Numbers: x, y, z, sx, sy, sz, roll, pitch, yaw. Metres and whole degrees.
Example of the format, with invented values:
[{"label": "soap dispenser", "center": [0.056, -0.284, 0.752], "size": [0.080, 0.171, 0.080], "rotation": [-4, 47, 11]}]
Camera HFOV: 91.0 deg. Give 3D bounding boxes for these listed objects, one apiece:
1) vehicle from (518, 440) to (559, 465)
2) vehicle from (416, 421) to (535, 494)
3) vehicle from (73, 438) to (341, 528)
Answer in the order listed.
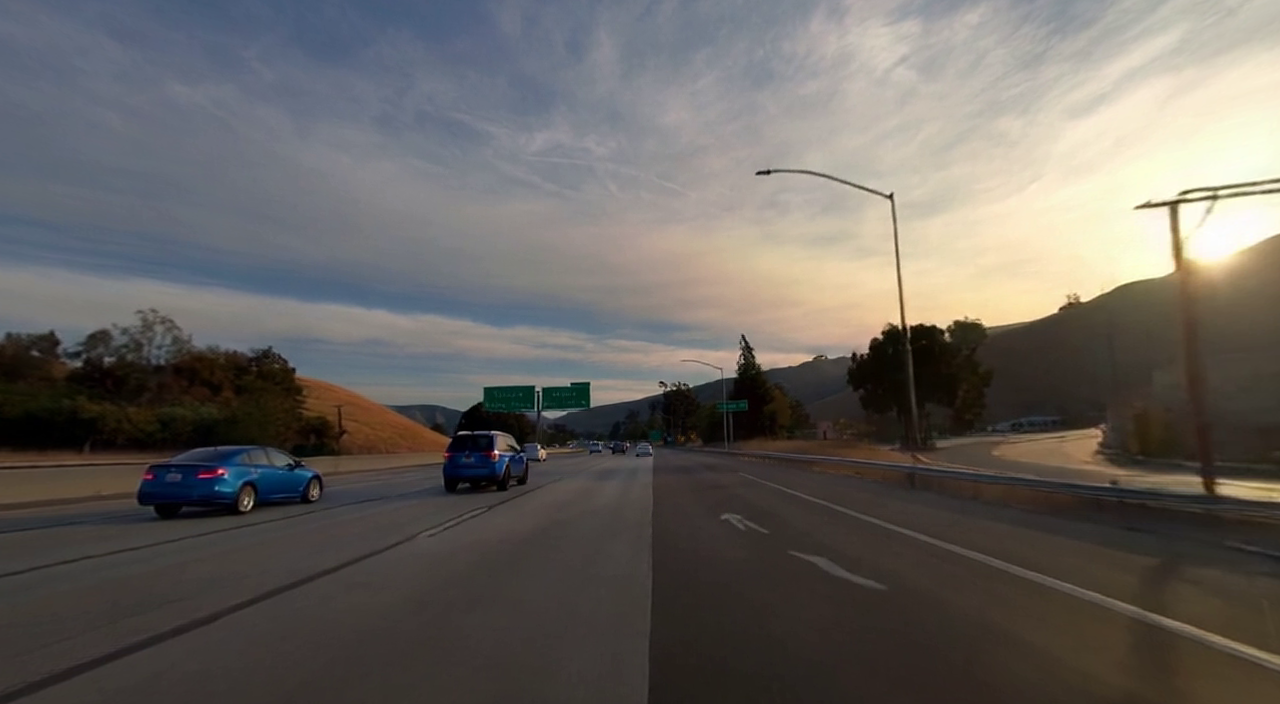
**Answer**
[{"label": "vehicle", "center": [-7.259, 7.219, 45.312], "size": [2.069, 1.636, 4.483], "rotation": [0, -9, 2]}, {"label": "vehicle", "center": [-4.872, 3.222, 19.548], "size": [2.219, 1.947, 4.924], "rotation": [0, -9, 2]}, {"label": "vehicle", "center": [-8.522, 2.595, 13.173], "size": [1.984, 1.508, 4.935], "rotation": [0, -9, 2]}]
